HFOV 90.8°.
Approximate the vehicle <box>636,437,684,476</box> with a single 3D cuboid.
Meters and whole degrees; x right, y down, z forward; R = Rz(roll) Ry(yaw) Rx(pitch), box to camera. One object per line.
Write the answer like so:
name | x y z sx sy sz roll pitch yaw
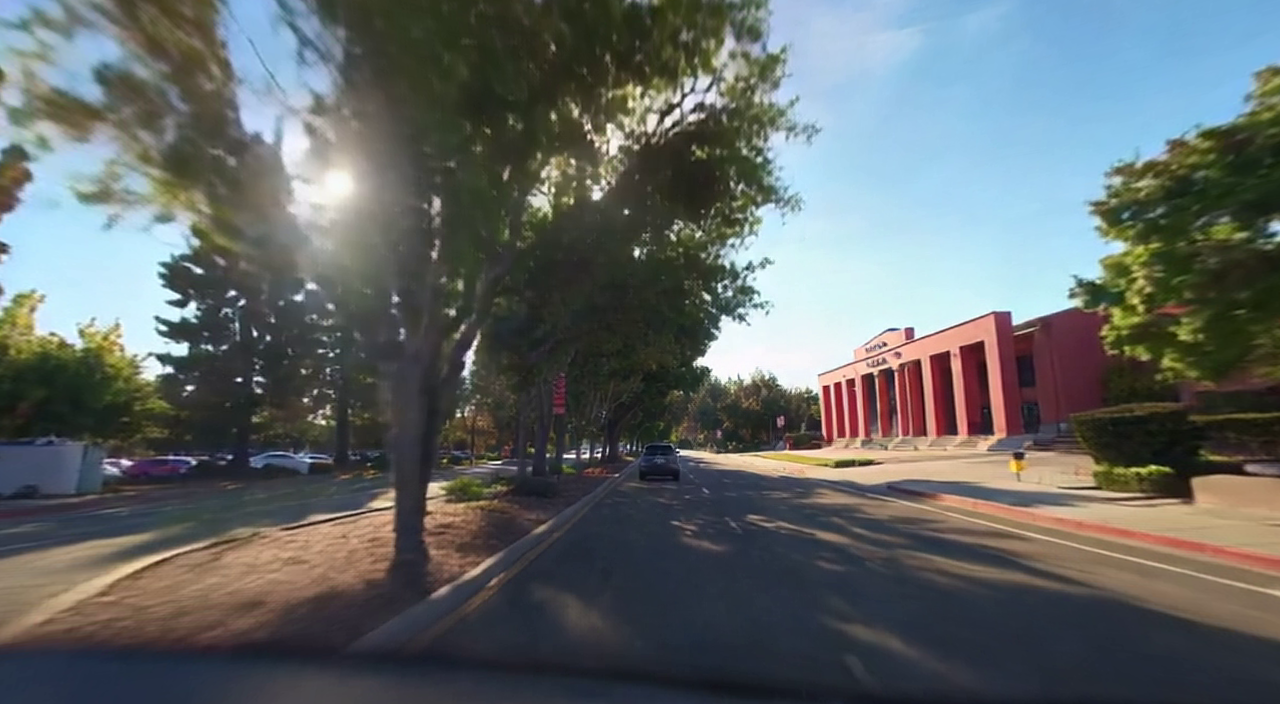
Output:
vehicle | 0.971 4.988 30.354 2.123 1.703 4.292 -1 -8 2
